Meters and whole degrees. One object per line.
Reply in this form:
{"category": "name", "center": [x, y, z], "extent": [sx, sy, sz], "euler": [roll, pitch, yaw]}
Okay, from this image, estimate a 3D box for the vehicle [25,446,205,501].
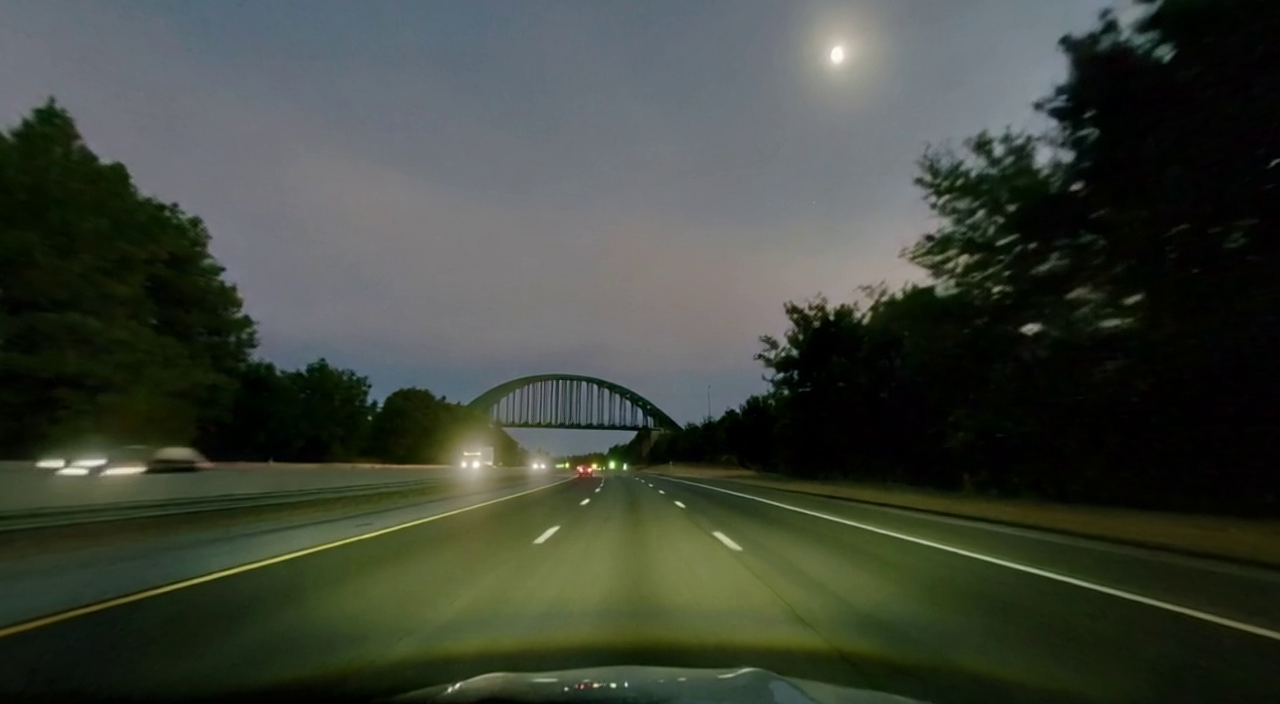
{"category": "vehicle", "center": [-15.632, 3.684, 19.134], "extent": [1.760, 1.441, 4.297], "euler": [1, -11, -1]}
